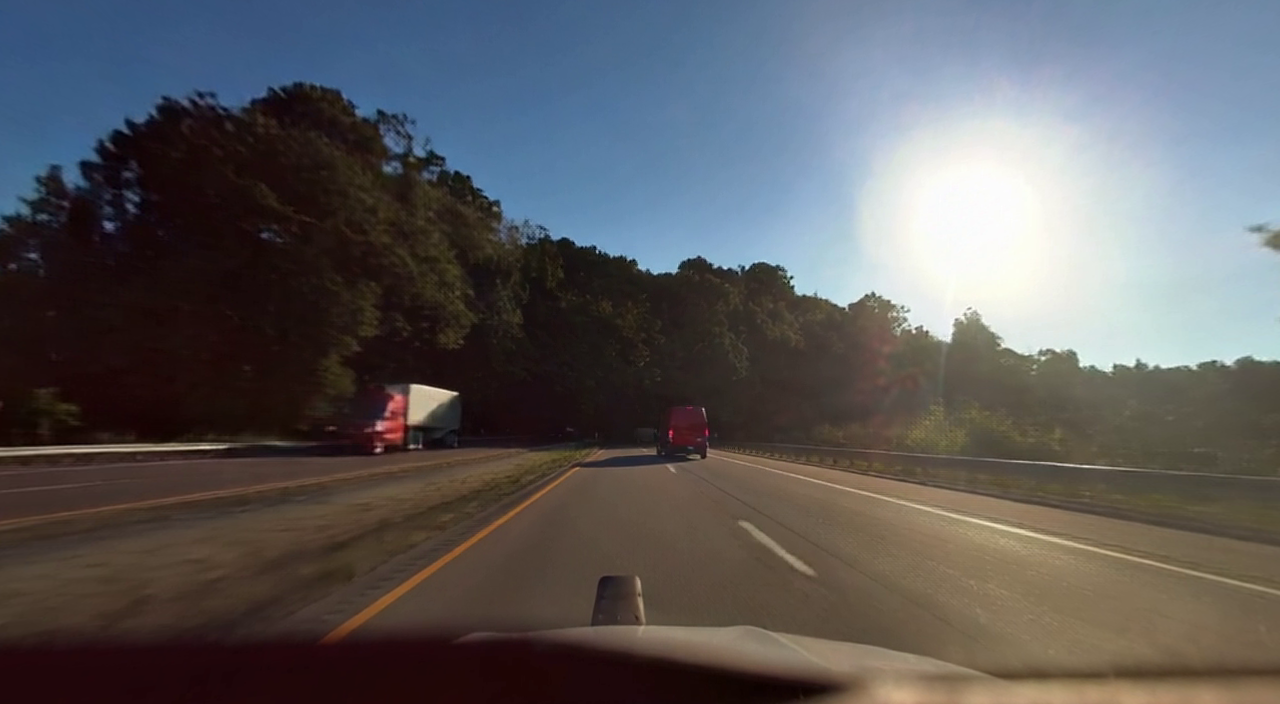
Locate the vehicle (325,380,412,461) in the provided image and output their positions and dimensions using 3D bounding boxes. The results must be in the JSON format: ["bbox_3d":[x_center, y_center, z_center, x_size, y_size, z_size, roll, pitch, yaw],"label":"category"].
[{"bbox_3d":[-13.782,3.521,32.229,2.973,3.886,2.899,0,-8,0],"label":"vehicle"}]

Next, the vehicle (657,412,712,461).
[{"bbox_3d":[2.480,4.961,37.043,2.570,2.596,6.082,0,-8,-2],"label":"vehicle"}]
